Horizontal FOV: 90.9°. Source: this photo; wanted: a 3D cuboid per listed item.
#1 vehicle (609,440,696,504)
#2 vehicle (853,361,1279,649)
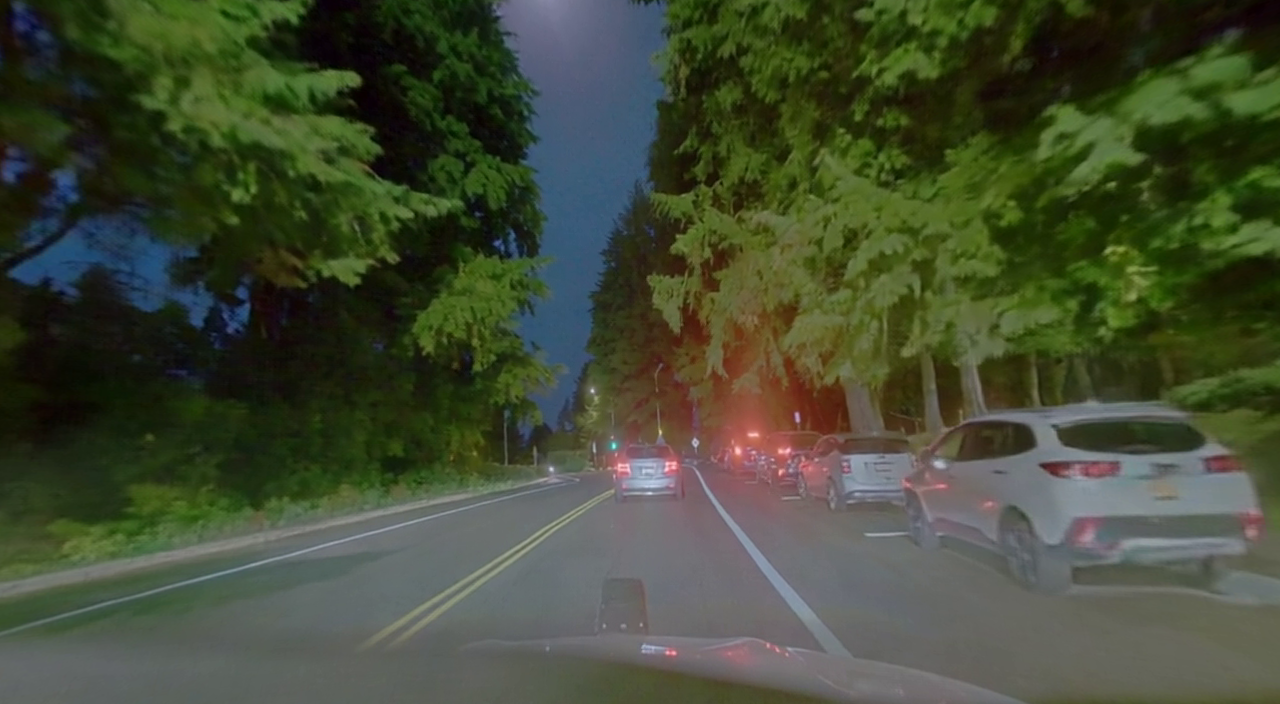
[{"bbox_3d":[0.357,3.175,17.171,2.078,1.521,4.058,0,-8,2],"label":"vehicle"},{"bbox_3d":[4.002,1.302,6.397,2.066,1.804,4.751,0,-8,1],"label":"vehicle"}]
